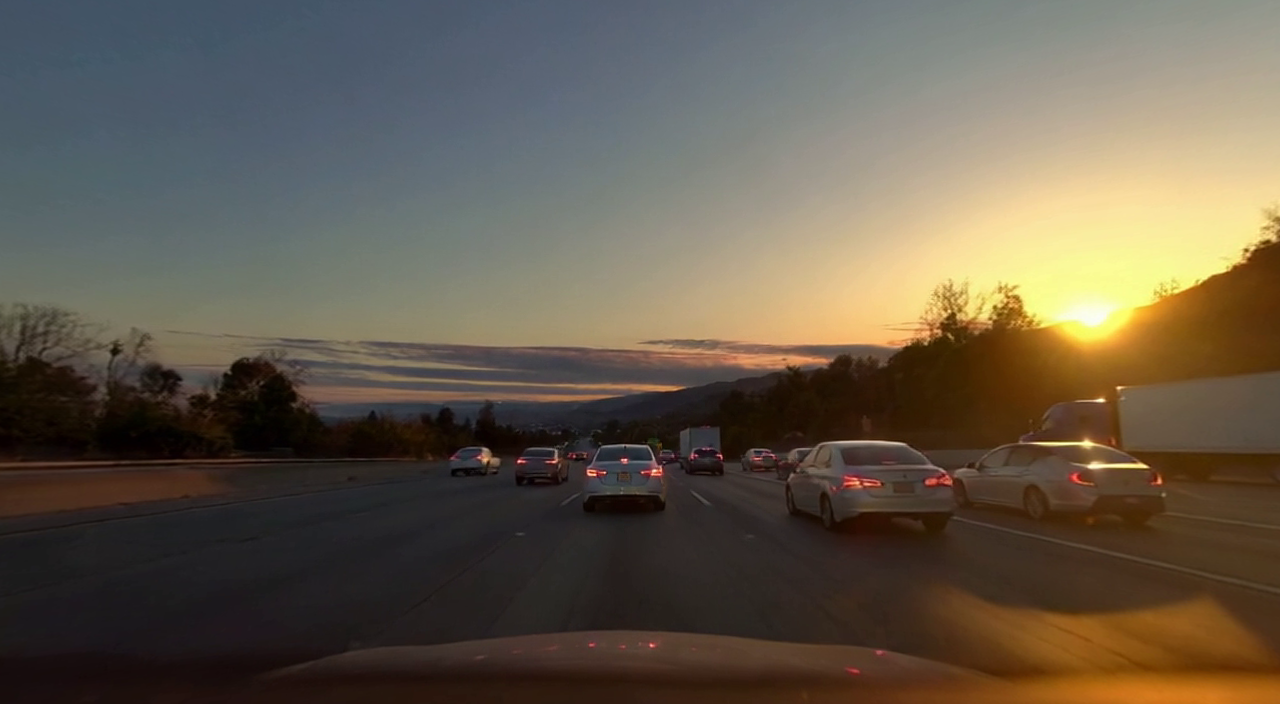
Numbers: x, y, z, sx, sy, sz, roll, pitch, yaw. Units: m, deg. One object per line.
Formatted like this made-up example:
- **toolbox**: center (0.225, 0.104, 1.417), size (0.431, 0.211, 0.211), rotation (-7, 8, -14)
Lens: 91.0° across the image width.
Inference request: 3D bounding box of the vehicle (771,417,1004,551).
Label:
- **vehicle**: center (3.564, 1.991, 10.082), size (2.053, 1.666, 4.106), rotation (0, -9, 0)

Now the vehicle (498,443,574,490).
- **vehicle**: center (-3.653, 4.114, 22.964), size (1.926, 1.542, 4.329), rotation (0, -9, 1)

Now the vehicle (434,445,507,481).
- **vehicle**: center (-7.837, 5.171, 29.635), size (2.032, 1.549, 4.850), rotation (0, -9, 1)

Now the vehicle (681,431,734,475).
- **vehicle**: center (3.765, 5.798, 36.306), size (2.440, 2.313, 5.266), rotation (0, -9, 0)

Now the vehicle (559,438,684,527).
- **vehicle**: center (-0.280, 2.551, 12.862), size (2.132, 1.499, 4.038), rotation (0, -9, 1)

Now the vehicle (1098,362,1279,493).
- **vehicle**: center (21.381, 2.561, 20.909), size (2.970, 4.079, 10.086), rotation (3, -9, -14)

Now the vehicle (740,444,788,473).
- **vehicle**: center (7.545, 6.480, 38.658), size (2.055, 1.650, 4.241), rotation (0, -9, -1)
